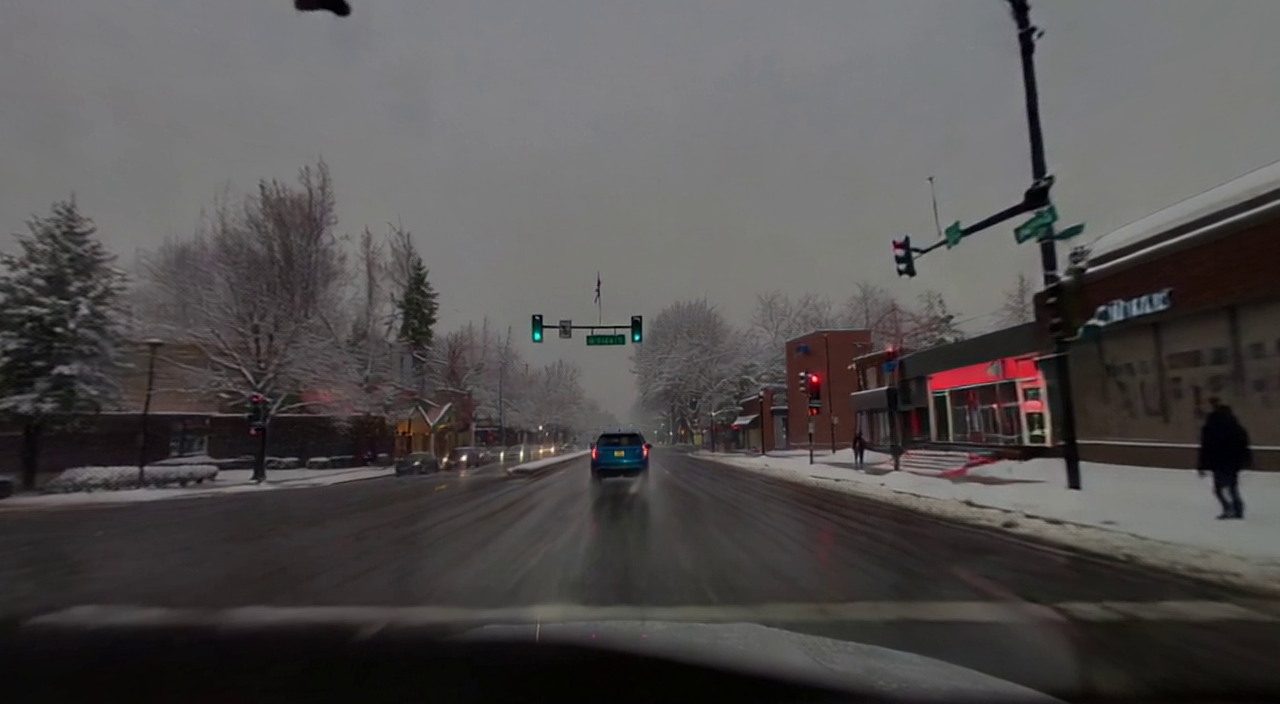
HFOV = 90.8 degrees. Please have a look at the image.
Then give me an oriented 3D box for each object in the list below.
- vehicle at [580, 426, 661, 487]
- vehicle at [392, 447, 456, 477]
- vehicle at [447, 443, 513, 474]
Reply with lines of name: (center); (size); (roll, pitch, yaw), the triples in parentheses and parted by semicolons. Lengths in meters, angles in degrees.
vehicle: (-0.575, 3.424, 21.040); (2.382, 1.796, 4.610); (0, -8, 0)
vehicle: (-11.781, 6.024, 34.803); (1.972, 1.475, 4.381); (0, -8, 0)
vehicle: (-8.319, 5.574, 33.331); (2.152, 1.468, 4.737); (0, -8, 1)
